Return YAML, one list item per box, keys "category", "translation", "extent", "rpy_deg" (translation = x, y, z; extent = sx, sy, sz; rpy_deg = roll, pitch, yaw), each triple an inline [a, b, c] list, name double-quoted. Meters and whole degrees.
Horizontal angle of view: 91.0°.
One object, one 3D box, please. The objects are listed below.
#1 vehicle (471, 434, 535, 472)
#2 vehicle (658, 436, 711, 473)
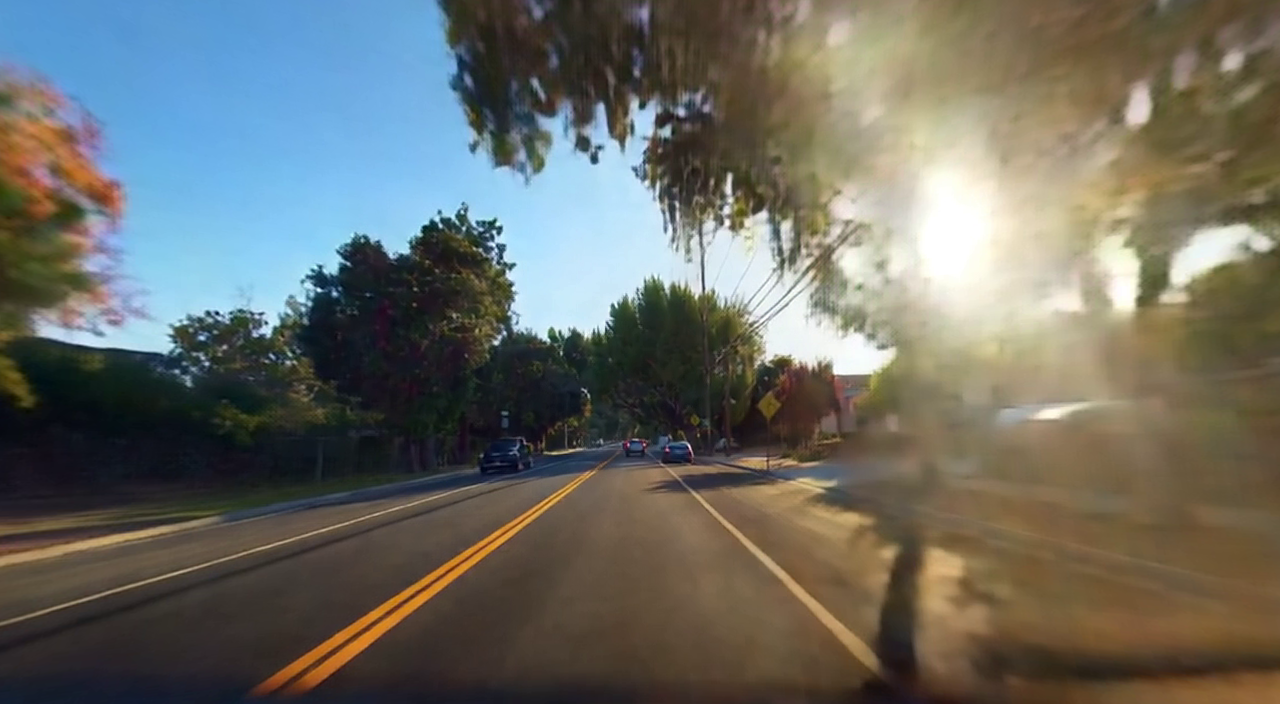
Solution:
- category: "vehicle"
  translation: [-7.133, 5.342, 33.412]
  extent: [2.352, 1.857, 4.690]
  rpy_deg: [0, -8, 0]
- category: "vehicle"
  translation: [1.892, 4.517, 27.890]
  extent: [1.975, 1.497, 3.647]
  rpy_deg: [0, -8, -2]
